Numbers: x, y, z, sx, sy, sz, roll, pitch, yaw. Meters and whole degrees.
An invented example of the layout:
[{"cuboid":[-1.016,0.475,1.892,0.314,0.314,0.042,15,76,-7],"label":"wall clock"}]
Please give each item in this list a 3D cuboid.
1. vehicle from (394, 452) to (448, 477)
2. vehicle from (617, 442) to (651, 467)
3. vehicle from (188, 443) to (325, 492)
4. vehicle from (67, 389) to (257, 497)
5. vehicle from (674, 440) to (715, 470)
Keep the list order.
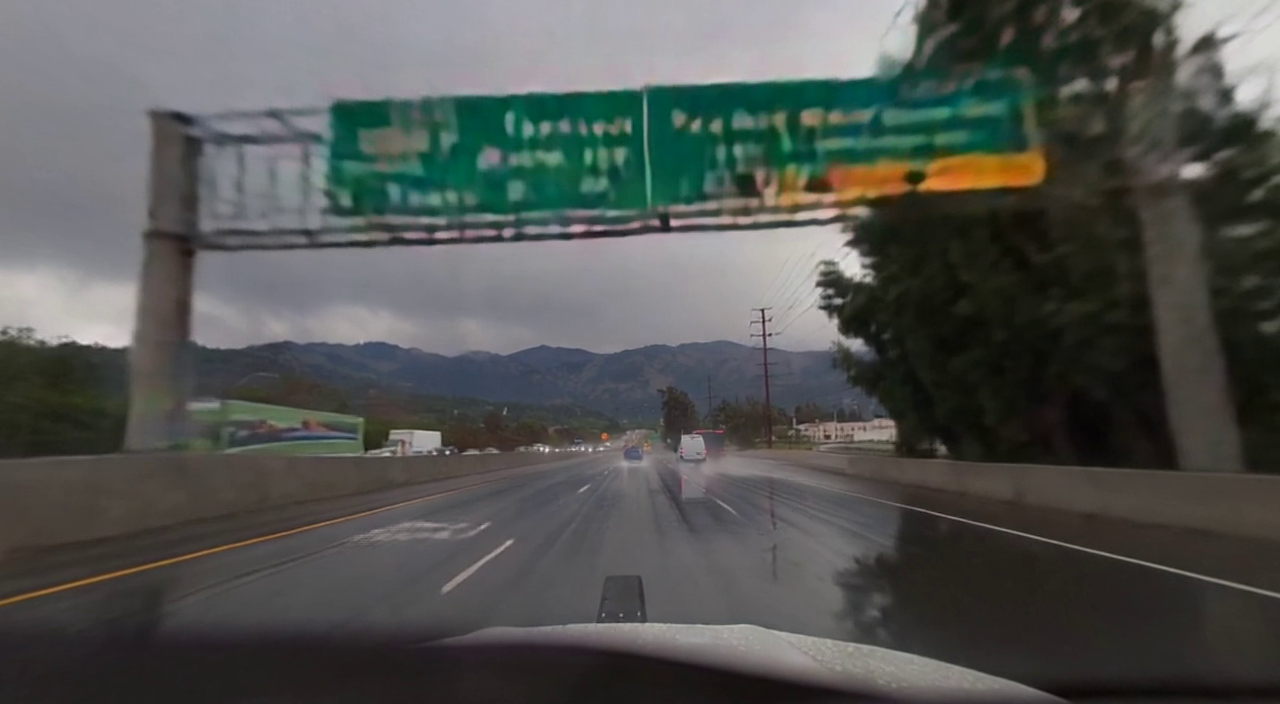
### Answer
[{"cuboid":[-13.886,7.124,40.317,1.872,1.433,4.353,0,-9,0],"label":"vehicle"},{"cuboid":[-0.429,7.490,46.231,2.325,1.712,4.592,0,-9,0],"label":"vehicle"},{"cuboid":[-13.974,4.218,23.456,2.090,1.598,4.713,0,-9,0],"label":"vehicle"},{"cuboid":[-21.192,4.137,28.708,3.228,4.337,6.550,0,-9,0],"label":"vehicle"},{"cuboid":[3.378,6.487,40.004,2.036,1.796,4.470,0,-9,-2],"label":"vehicle"}]
